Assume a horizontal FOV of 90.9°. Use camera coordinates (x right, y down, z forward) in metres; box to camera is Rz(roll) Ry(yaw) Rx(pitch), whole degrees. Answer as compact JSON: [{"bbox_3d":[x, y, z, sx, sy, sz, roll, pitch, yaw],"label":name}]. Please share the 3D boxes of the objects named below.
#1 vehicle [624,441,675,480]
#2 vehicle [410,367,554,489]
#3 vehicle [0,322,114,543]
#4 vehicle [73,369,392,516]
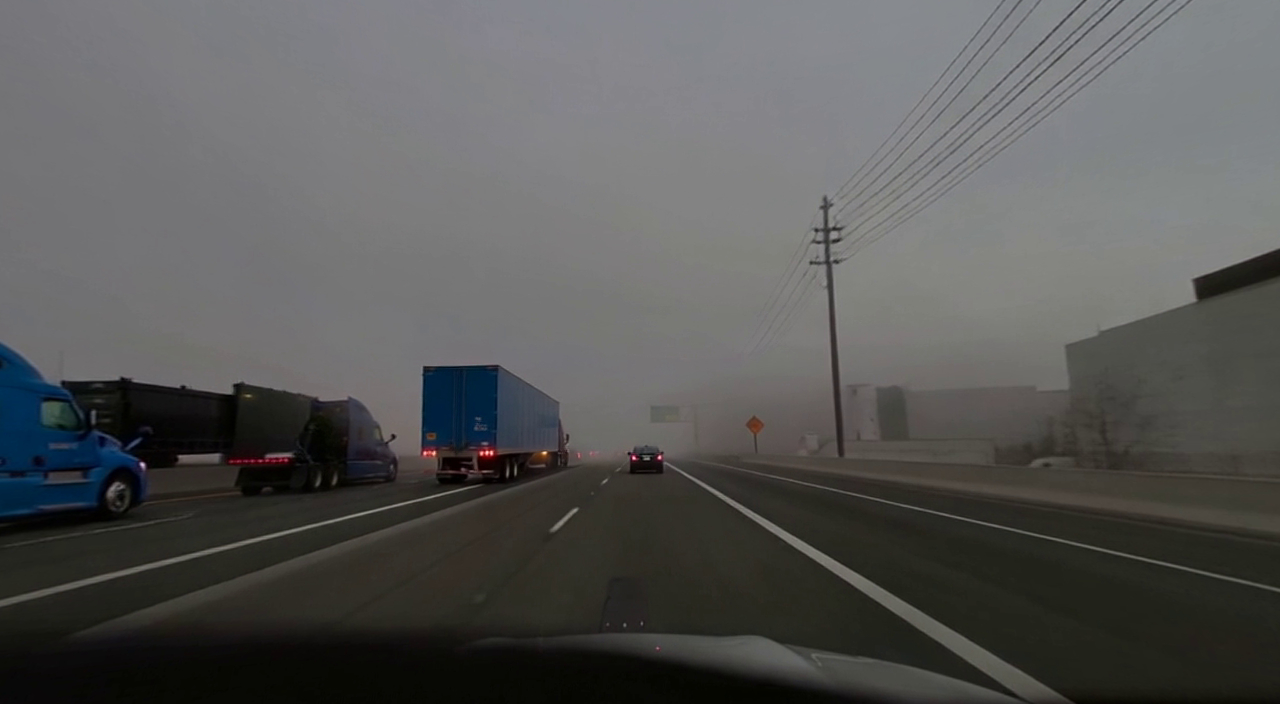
[{"bbox_3d":[0.352,4.662,27.386,2.055,1.514,4.323,0,-8,-1],"label":"vehicle"},{"bbox_3d":[-6.311,3.660,28.838,2.907,4.081,15.311,0,-9,-1],"label":"vehicle"},{"bbox_3d":[-10.639,0.898,7.357,2.722,3.172,7.167,0,-9,0],"label":"vehicle"},{"bbox_3d":[-10.569,2.632,18.287,2.896,3.140,9.491,0,-9,0],"label":"vehicle"}]
